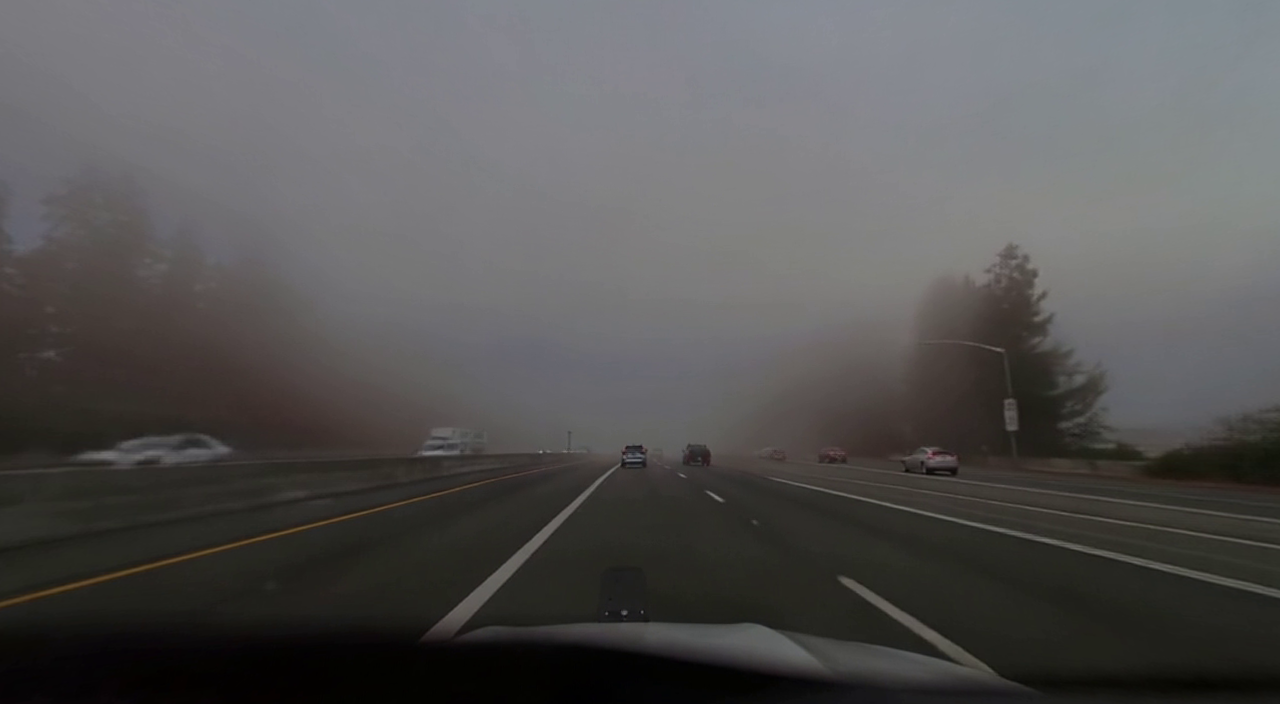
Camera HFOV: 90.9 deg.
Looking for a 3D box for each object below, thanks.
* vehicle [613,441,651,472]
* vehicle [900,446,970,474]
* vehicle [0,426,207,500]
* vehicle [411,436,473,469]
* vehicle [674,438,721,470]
[{"bbox_3d":[-0.444,6.092,36.925,2.105,1.711,4.293,0,-8,0],"label":"vehicle"},{"bbox_3d":[16.357,5.981,35.187,1.872,1.459,4.502,0,-8,2],"label":"vehicle"},{"bbox_3d":[-14.534,2.949,17.156,2.122,1.708,4.690,0,-8,0],"label":"vehicle"},{"bbox_3d":[-11.079,5.656,35.683,2.050,1.712,4.548,0,-8,0],"label":"vehicle"},{"bbox_3d":[3.747,6.807,42.254,2.505,2.020,5.532,0,-9,-1],"label":"vehicle"}]
